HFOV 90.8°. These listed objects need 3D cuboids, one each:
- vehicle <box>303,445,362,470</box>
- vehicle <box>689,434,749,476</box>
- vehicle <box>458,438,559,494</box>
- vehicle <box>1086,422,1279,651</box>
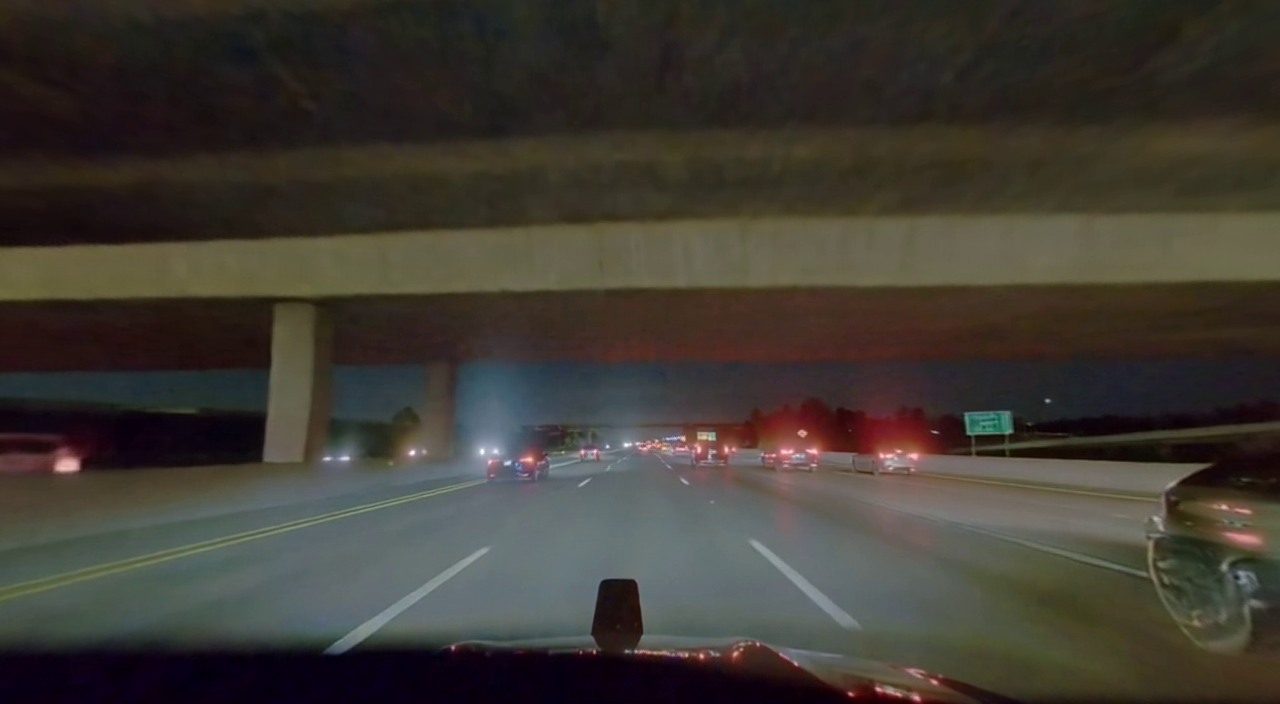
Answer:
[{"bbox_3d":[-18.995,6.504,39.179,1.827,1.458,4.088,0,-8,-3],"label":"vehicle"},{"bbox_3d":[3.468,4.628,28.551,2.072,1.761,4.242,0,-8,-2],"label":"vehicle"},{"bbox_3d":[-3.868,3.442,19.462,1.997,1.476,4.703,0,-8,1],"label":"vehicle"},{"bbox_3d":[5.149,1.143,3.720,1.989,1.472,4.322,0,-8,2],"label":"vehicle"}]
